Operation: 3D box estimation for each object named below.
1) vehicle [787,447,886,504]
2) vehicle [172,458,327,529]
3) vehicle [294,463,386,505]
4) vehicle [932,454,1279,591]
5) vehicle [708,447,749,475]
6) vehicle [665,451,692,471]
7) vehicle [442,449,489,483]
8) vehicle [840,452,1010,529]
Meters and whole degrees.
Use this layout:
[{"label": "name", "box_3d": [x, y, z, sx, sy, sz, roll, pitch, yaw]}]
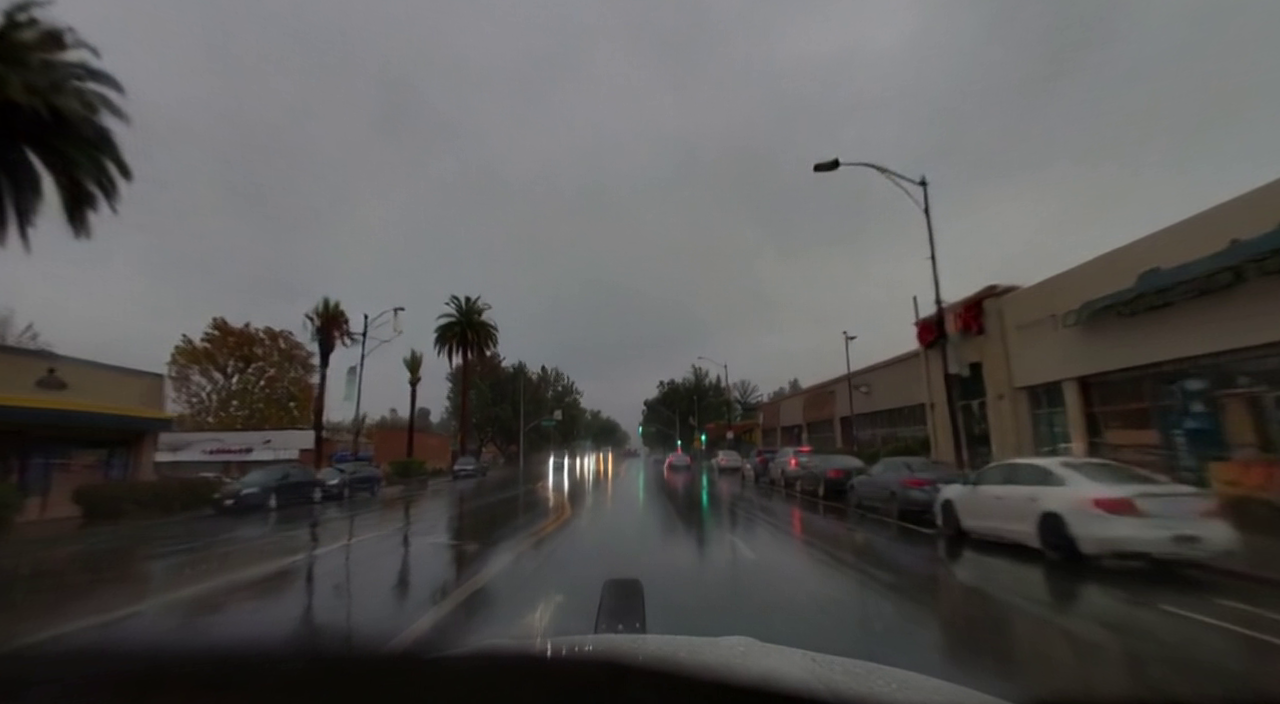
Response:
[{"label": "vehicle", "box_3d": [6.485, 4.069, 21.368, 1.861, 1.695, 4.283, 0, -9, -1]}, {"label": "vehicle", "box_3d": [-12.740, 4.588, 21.108, 1.975, 1.570, 5.265, -8, -7, -3]}, {"label": "vehicle", "box_3d": [-12.716, 5.571, 27.111, 1.838, 1.515, 4.432, 0, -9, -1]}, {"label": "vehicle", "box_3d": [6.528, 2.336, 9.652, 1.840, 1.503, 4.760, 0, -9, 0]}, {"label": "vehicle", "box_3d": [6.420, 7.930, 46.385, 2.128, 1.887, 5.602, 0, -9, 0]}, {"label": "vehicle", "box_3d": [2.954, 8.449, 49.200, 1.896, 1.501, 3.625, 0, -9, 0]}, {"label": "vehicle", "box_3d": [-12.638, 8.399, 46.065, 2.217, 1.976, 4.738, -1, -15, -2]}, {"label": "vehicle", "box_3d": [6.583, 3.205, 15.256, 1.831, 1.504, 4.498, 0, -9, -2]}]
